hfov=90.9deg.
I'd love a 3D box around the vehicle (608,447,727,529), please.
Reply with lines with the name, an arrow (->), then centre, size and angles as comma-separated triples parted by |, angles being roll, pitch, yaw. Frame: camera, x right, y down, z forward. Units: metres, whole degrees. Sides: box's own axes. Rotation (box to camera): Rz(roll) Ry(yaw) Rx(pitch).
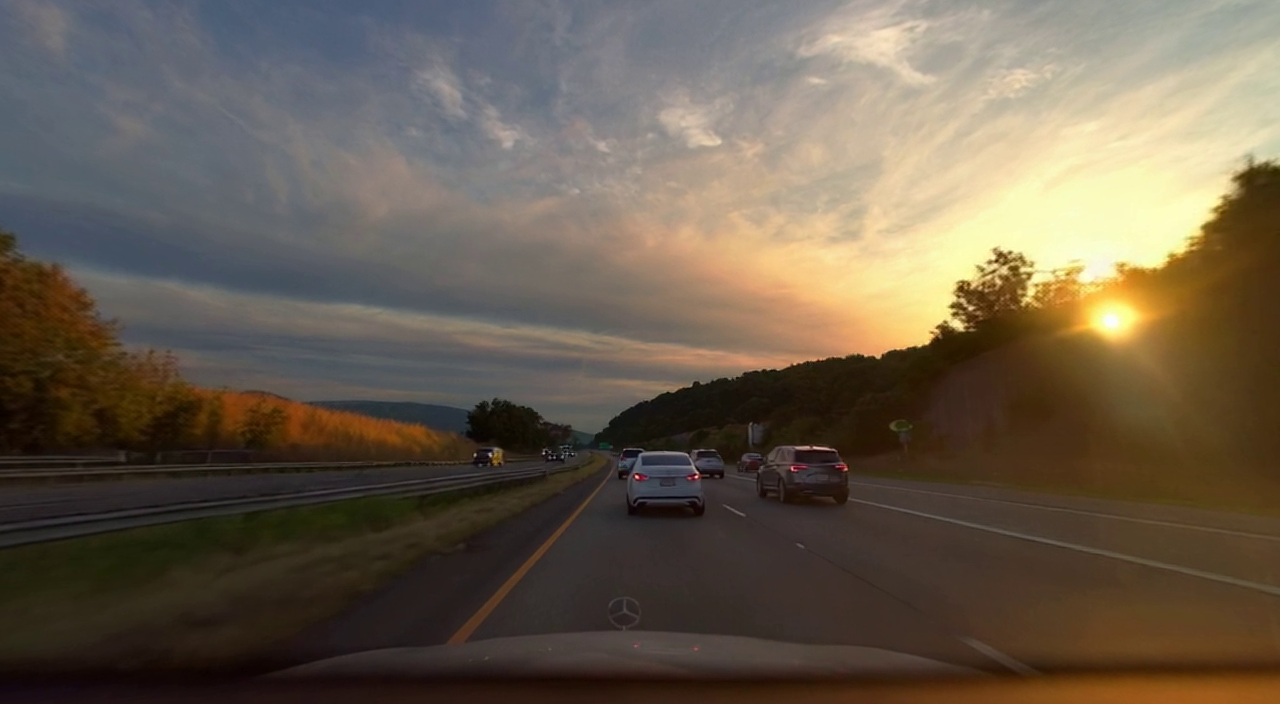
vehicle -> 0.445, 2.701, 13.051 | 2.094, 1.426, 3.725 | 0, -9, -1

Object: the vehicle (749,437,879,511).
vehicle -> 4.351, 3.142, 16.677 | 1.998, 1.657, 4.604 | 0, -9, -2
